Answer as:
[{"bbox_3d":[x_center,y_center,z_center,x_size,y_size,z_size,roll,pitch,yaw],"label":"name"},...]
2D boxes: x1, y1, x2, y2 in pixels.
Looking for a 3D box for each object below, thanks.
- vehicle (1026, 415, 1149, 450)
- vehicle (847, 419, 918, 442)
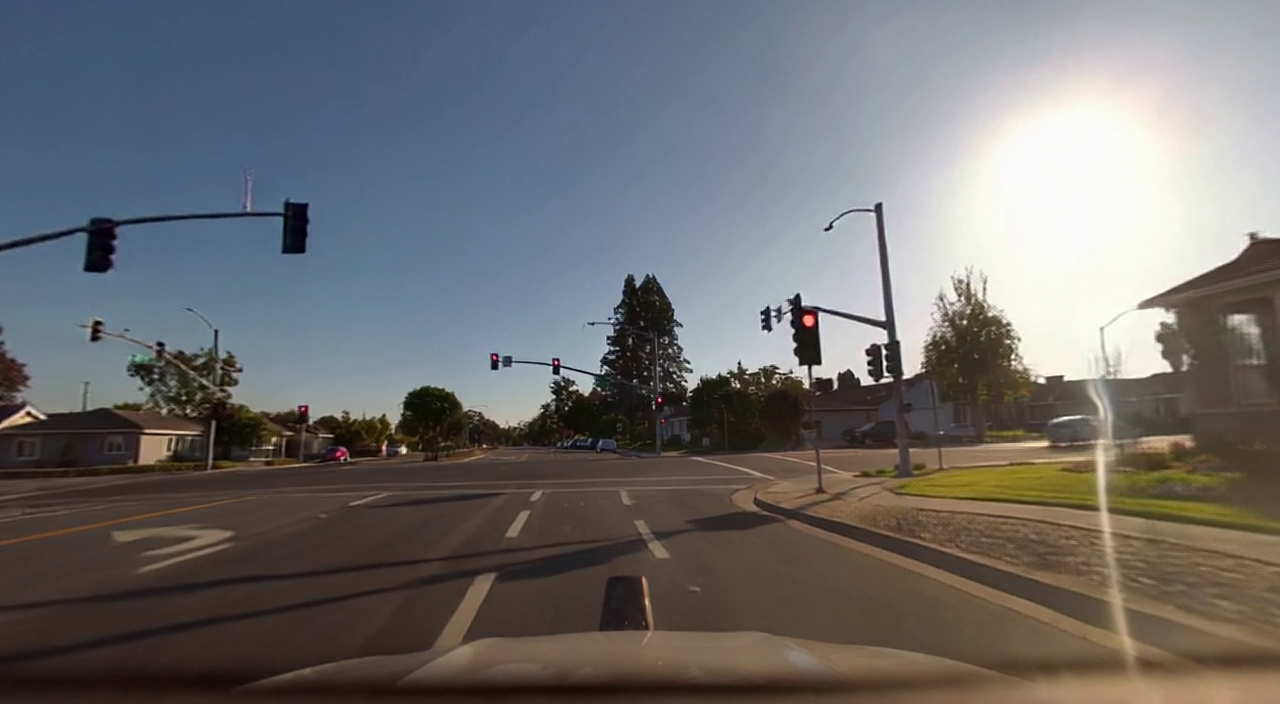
[{"bbox_3d":[21.567,3.863,30.462,4.759,1.461,1.788,-1,-7,-6],"label":"vehicle"},{"bbox_3d":[18.692,6.064,48.684,4.681,1.712,1.976,0,-8,-4],"label":"vehicle"}]
